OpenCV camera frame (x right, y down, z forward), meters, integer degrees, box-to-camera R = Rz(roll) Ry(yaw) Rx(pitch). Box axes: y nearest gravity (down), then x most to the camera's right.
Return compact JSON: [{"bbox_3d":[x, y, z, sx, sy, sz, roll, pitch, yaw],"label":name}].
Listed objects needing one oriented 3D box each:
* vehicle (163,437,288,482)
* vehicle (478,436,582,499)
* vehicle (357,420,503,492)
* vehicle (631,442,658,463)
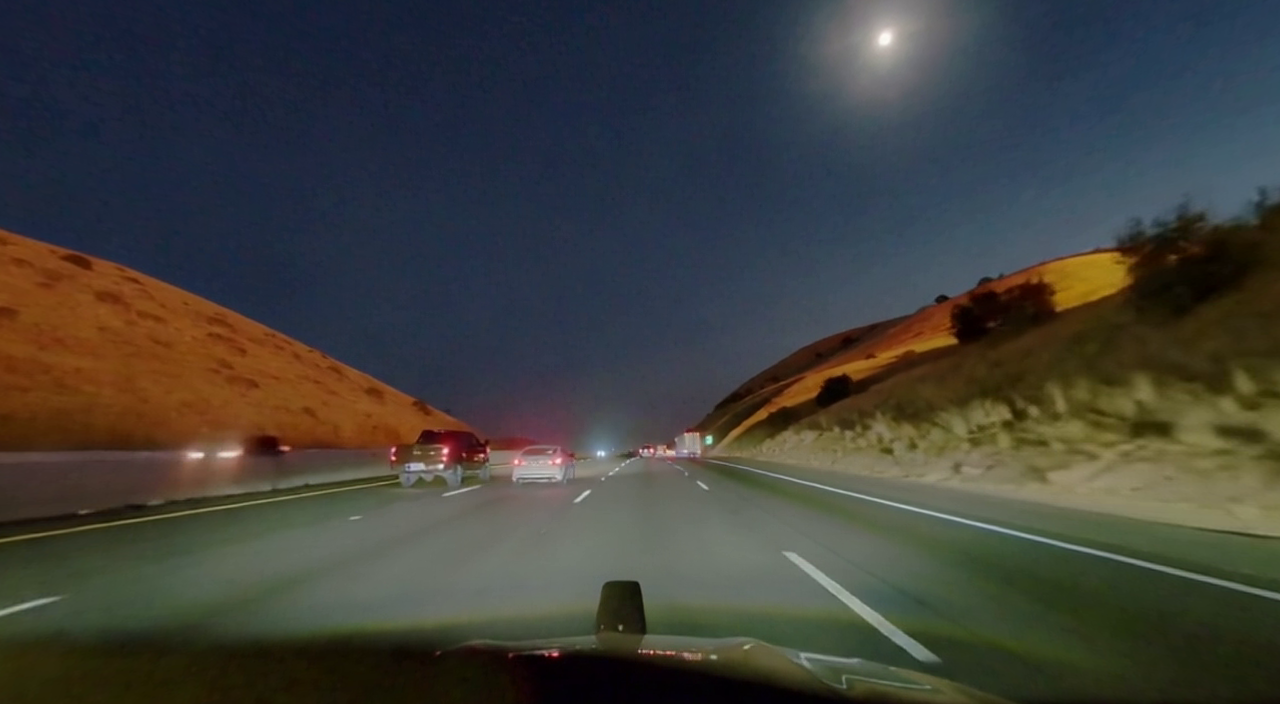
[{"bbox_3d":[-17.706,4.575,27.326,2.018,1.685,4.883,-1,-7,1],"label":"vehicle"},{"bbox_3d":[-2.987,3.250,18.199,2.091,1.552,4.516,0,-9,2],"label":"vehicle"},{"bbox_3d":[-6.745,3.475,21.344,2.589,2.063,6.206,0,-9,2],"label":"vehicle"},{"bbox_3d":[0.316,7.899,49.510,2.031,1.566,3.904,0,-9,0],"label":"vehicle"}]
